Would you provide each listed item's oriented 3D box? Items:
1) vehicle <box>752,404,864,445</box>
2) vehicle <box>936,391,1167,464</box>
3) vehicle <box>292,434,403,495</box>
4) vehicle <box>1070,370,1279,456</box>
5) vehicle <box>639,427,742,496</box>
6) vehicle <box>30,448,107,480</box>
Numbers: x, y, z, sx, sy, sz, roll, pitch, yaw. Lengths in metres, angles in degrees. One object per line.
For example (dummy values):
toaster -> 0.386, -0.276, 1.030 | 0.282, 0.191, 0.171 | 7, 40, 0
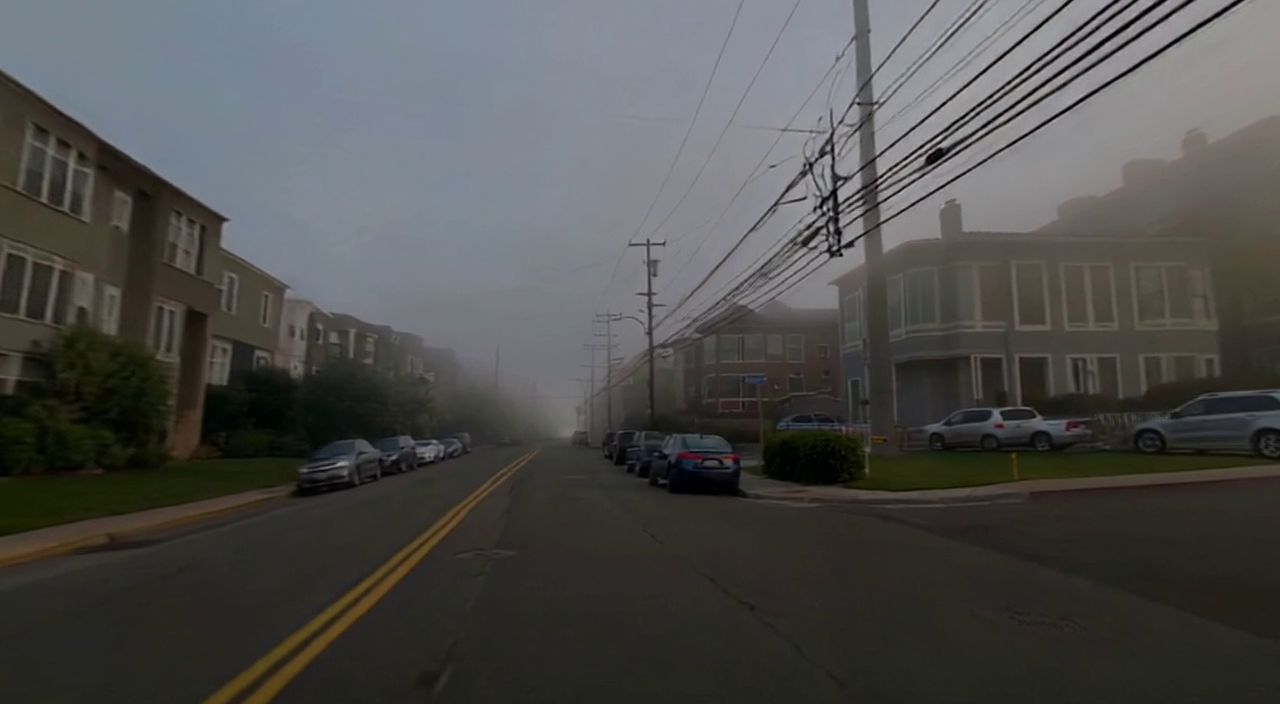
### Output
vehicle -> 8.378, 3.787, 32.203 | 2.152, 1.875, 5.778 | 4, -9, -27
vehicle -> 10.665, 2.036, 16.703 | 1.897, 1.659, 4.648 | 6, -10, -38
vehicle -> -8.986, 3.435, 19.815 | 1.913, 1.672, 4.267 | 1, -8, -7
vehicle -> 14.689, 1.633, 16.200 | 2.153, 1.976, 5.514 | 6, -10, -40
vehicle -> 1.188, 2.832, 16.762 | 1.914, 1.591, 3.892 | 1, -8, -8
vehicle -> -35.683, 6.974, 39.469 | 1.575, 1.402, 3.580 | -4, -3, -2
